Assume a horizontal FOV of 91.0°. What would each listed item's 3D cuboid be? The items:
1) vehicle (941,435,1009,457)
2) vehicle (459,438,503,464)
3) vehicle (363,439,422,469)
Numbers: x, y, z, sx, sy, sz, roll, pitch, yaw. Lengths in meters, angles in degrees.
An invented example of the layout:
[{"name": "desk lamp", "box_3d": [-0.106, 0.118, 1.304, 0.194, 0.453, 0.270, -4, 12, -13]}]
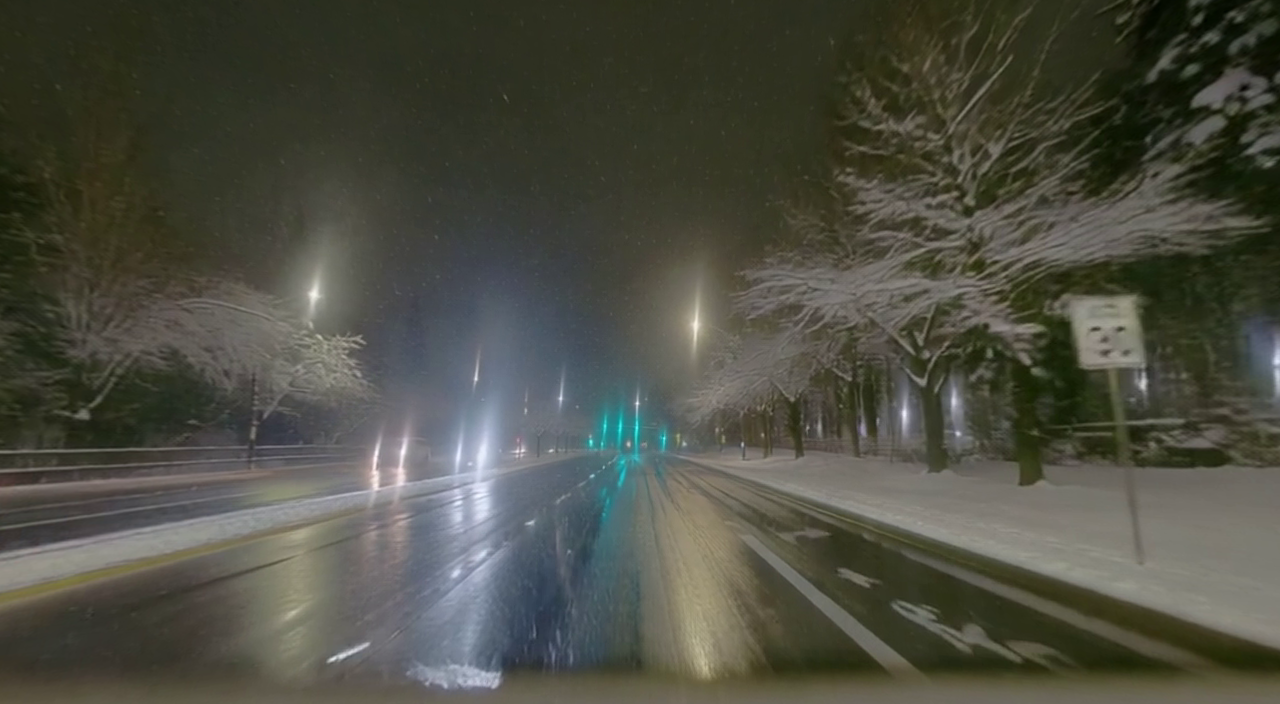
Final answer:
[{"name": "vehicle", "box_3d": [25.178, 7.053, 47.382, 3.936, 1.595, 2.040, 0, -8, 0]}, {"name": "vehicle", "box_3d": [-12.003, 7.499, 47.828, 2.146, 1.847, 4.437, 0, -9, 1]}, {"name": "vehicle", "box_3d": [-15.375, 6.340, 39.327, 1.938, 1.775, 4.137, 0, -9, 0]}]
